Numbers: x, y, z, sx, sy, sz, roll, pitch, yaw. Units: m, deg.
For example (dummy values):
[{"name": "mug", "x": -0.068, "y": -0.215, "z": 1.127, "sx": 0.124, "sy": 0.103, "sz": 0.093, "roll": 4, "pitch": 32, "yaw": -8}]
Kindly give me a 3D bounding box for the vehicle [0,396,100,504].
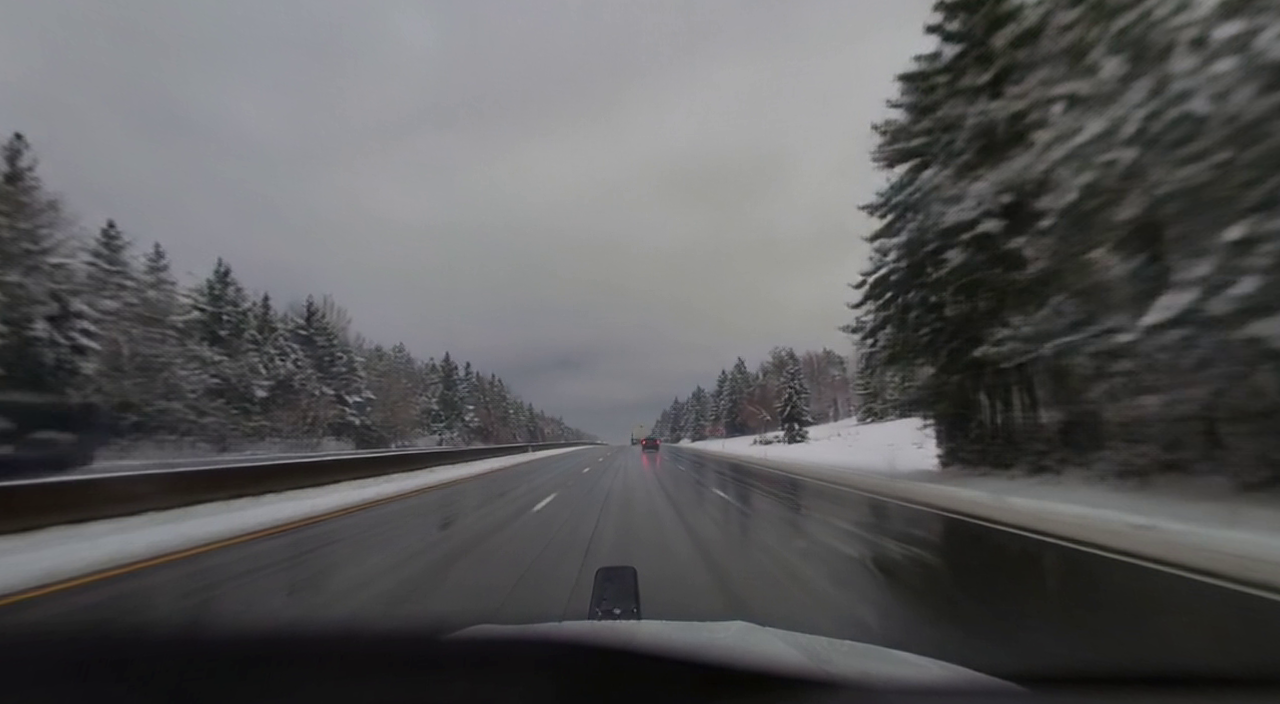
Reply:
[{"name": "vehicle", "x": -16.609, "y": 2.269, "z": 14.464, "sx": 2.461, "sy": 2.573, "sz": 6.713, "roll": 0, "pitch": -8, "yaw": 0}]
